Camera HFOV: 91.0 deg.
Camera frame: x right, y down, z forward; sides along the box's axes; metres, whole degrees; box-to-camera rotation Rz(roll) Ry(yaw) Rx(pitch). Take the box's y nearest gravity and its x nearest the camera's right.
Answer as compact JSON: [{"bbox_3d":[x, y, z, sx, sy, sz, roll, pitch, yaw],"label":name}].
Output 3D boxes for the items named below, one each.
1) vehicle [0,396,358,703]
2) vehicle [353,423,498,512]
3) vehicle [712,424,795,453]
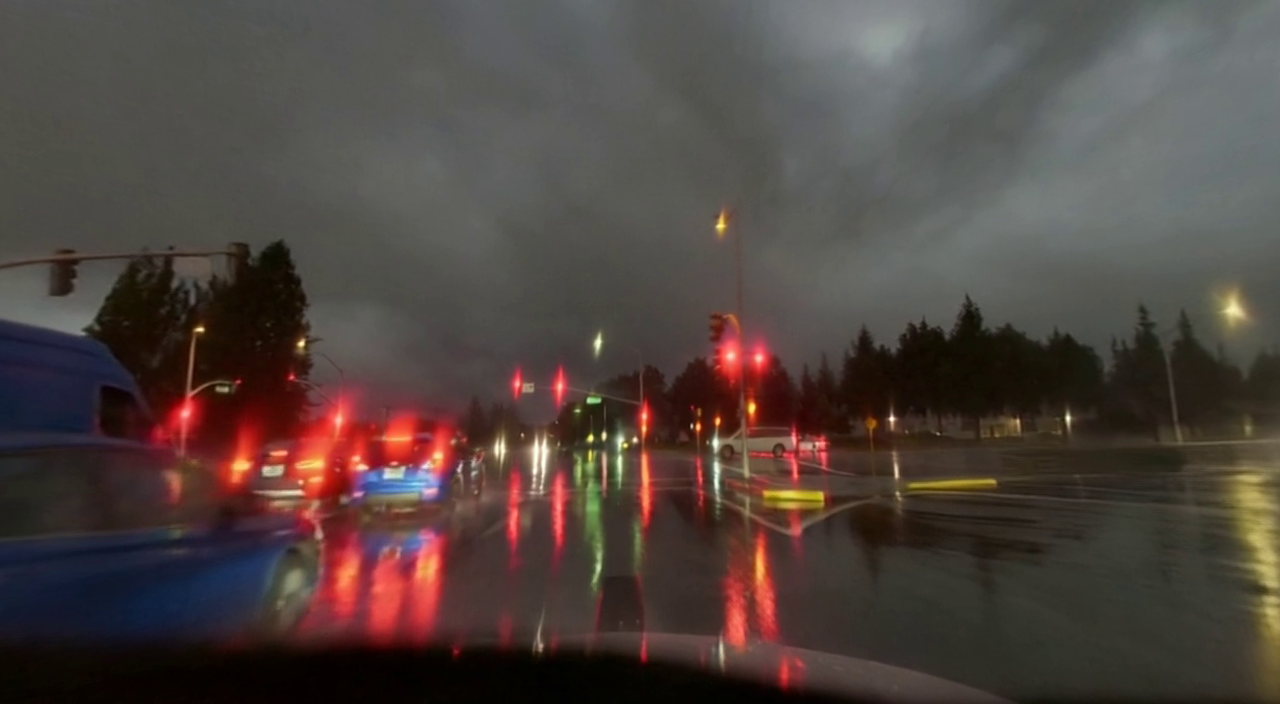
[{"bbox_3d":[-3.550,1.057,3.344,2.019,1.485,4.565,0,-9,-1],"label":"vehicle"},{"bbox_3d":[-4.282,2.366,13.266,1.815,1.569,3.940,1,-9,-3],"label":"vehicle"},{"bbox_3d":[7.007,5.338,38.946,4.884,1.714,2.021,-1,-9,10],"label":"vehicle"}]
